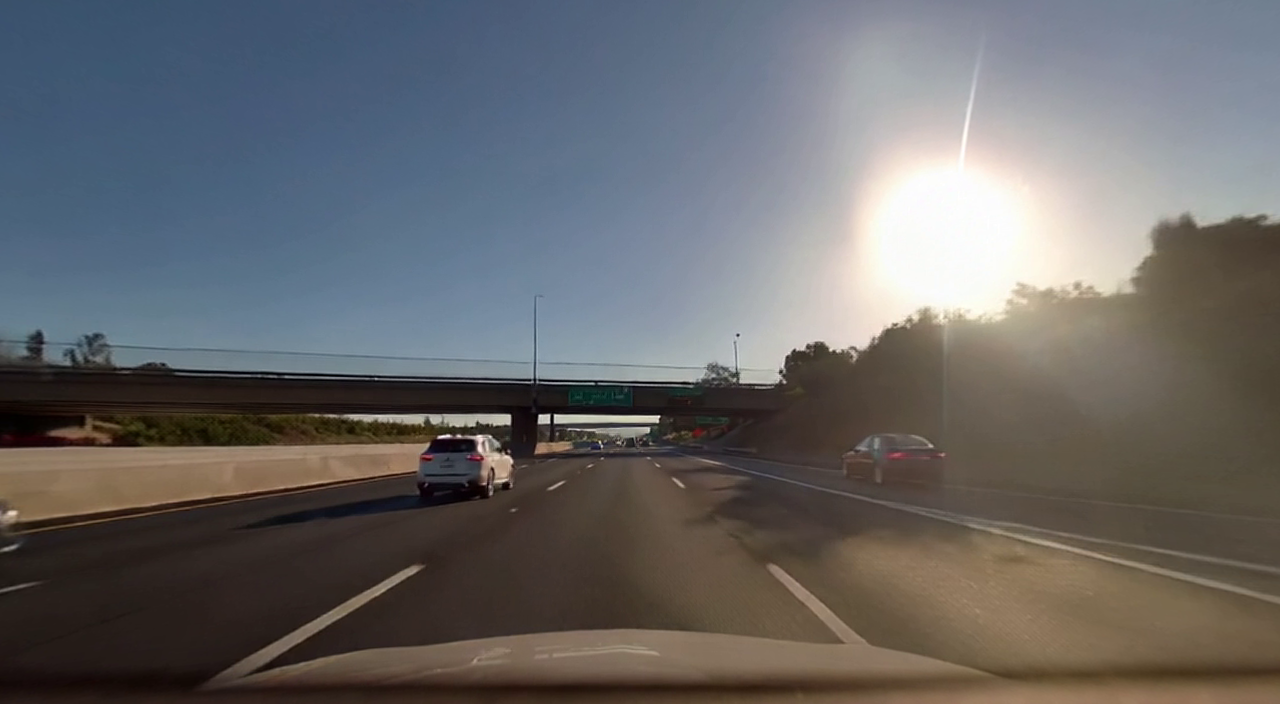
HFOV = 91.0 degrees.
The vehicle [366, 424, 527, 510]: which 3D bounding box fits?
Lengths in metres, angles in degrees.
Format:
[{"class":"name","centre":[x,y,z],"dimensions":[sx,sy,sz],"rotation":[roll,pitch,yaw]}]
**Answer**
[{"class":"vehicle","centre":[-4.258,2.609,14.934],"dimensions":[2.200,1.662,5.091],"rotation":[0,-8,0]}]

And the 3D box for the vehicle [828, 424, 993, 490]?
[{"class":"vehicle","centre":[7.575,2.988,18.348],"dimensions":[2.136,1.641,4.964],"rotation":[1,-8,-7]}]
